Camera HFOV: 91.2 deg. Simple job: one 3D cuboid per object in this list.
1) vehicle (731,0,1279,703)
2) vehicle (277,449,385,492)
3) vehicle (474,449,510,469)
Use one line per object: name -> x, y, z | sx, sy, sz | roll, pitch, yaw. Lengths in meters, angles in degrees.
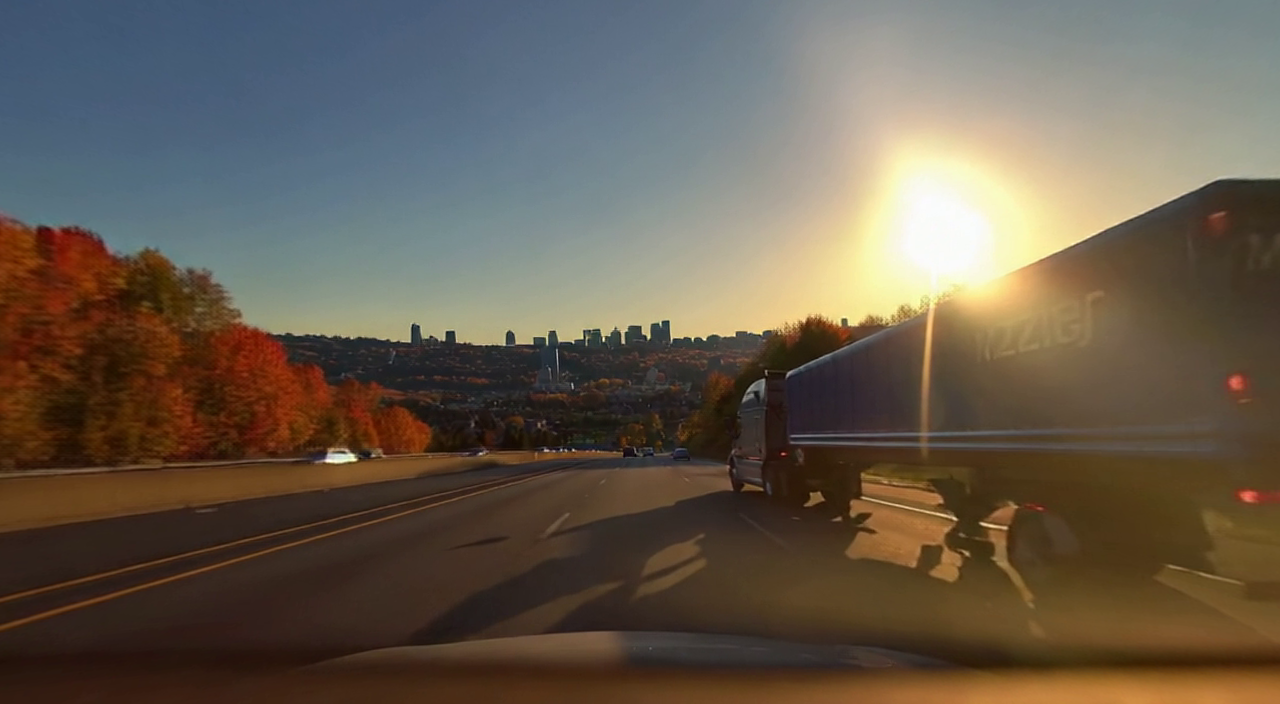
vehicle -> 4.119, 0.817, 9.753 | 3.003, 3.880, 16.814 | 0, -9, 0
vehicle -> -11.789, 4.505, 24.264 | 1.911, 1.494, 4.303 | 0, -9, 1
vehicle -> -11.351, 8.224, 48.401 | 1.810, 1.461, 3.796 | 0, -9, 1
